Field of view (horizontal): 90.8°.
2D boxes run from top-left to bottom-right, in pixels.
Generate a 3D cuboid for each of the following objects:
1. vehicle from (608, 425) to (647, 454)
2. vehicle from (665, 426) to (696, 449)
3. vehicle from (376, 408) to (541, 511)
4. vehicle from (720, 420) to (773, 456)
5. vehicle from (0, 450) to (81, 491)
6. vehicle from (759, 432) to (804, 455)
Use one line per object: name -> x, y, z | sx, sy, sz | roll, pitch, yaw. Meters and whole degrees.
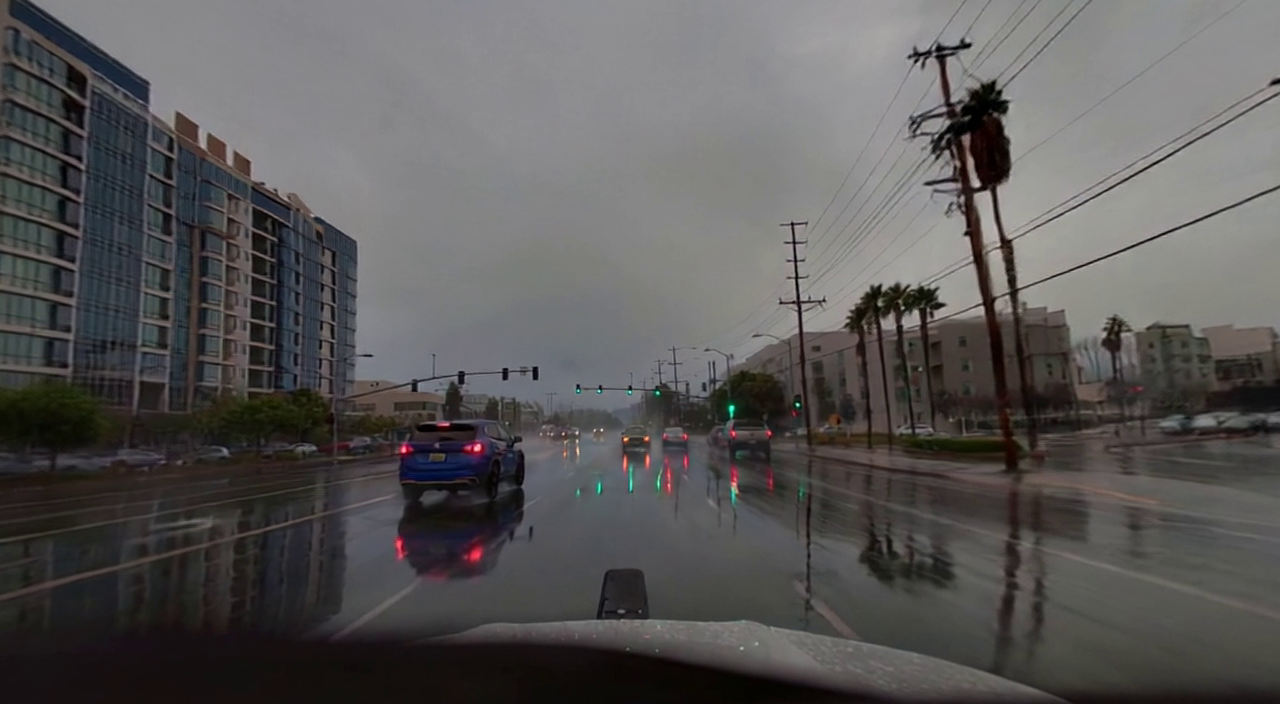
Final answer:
vehicle -> -0.799, 5.429, 39.136 | 2.302, 1.681, 4.217 | 0, -8, -2
vehicle -> 2.930, 6.295, 46.469 | 1.975, 1.598, 4.025 | 0, -8, -1
vehicle -> -3.490, 2.183, 13.199 | 2.136, 1.779, 4.417 | 0, -8, 0
vehicle -> 6.183, 5.121, 37.427 | 2.130, 1.979, 5.310 | 0, -8, -1
vehicle -> -27.908, 5.248, 28.292 | 1.918, 1.635, 4.532 | 1, -8, -6
vehicle -> 9.045, 5.943, 40.788 | 1.897, 1.390, 4.391 | 0, -8, 1
